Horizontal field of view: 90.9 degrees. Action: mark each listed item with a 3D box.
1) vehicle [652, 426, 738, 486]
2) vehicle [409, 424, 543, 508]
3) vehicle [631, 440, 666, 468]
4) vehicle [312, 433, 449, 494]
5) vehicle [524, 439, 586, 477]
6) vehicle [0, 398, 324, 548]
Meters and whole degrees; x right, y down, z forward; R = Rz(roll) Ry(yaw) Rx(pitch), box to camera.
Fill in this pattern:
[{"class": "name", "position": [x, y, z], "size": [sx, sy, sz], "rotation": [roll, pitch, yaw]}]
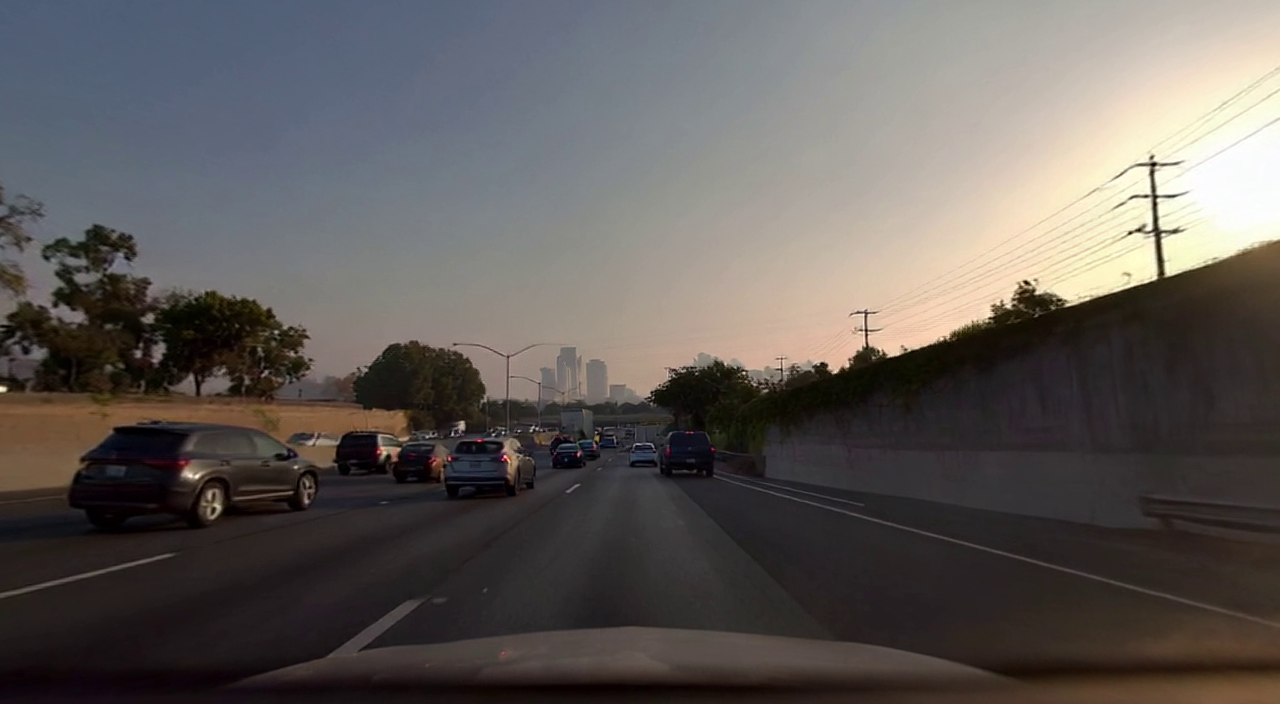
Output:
[{"class": "vehicle", "position": [2.037, 4.179, 25.716], "size": [2.793, 2.132, 5.682], "rotation": [0, -8, -2]}, {"class": "vehicle", "position": [-3.740, 2.695, 15.351], "size": [2.026, 1.719, 4.490], "rotation": [0, -8, 0]}, {"class": "vehicle", "position": [0.483, 6.345, 39.483], "size": [2.092, 1.671, 3.889], "rotation": [0, -8, -1]}, {"class": "vehicle", "position": [-7.314, 3.170, 18.413], "size": [1.985, 1.529, 4.710], "rotation": [0, -8, 0]}, {"class": "vehicle", "position": [-3.666, 4.644, 28.037], "size": [2.049, 1.530, 4.707], "rotation": [0, -8, 1]}, {"class": "vehicle", "position": [-7.401, 1.819, 10.096], "size": [2.222, 1.825, 4.640], "rotation": [0, -8, 0]}]
